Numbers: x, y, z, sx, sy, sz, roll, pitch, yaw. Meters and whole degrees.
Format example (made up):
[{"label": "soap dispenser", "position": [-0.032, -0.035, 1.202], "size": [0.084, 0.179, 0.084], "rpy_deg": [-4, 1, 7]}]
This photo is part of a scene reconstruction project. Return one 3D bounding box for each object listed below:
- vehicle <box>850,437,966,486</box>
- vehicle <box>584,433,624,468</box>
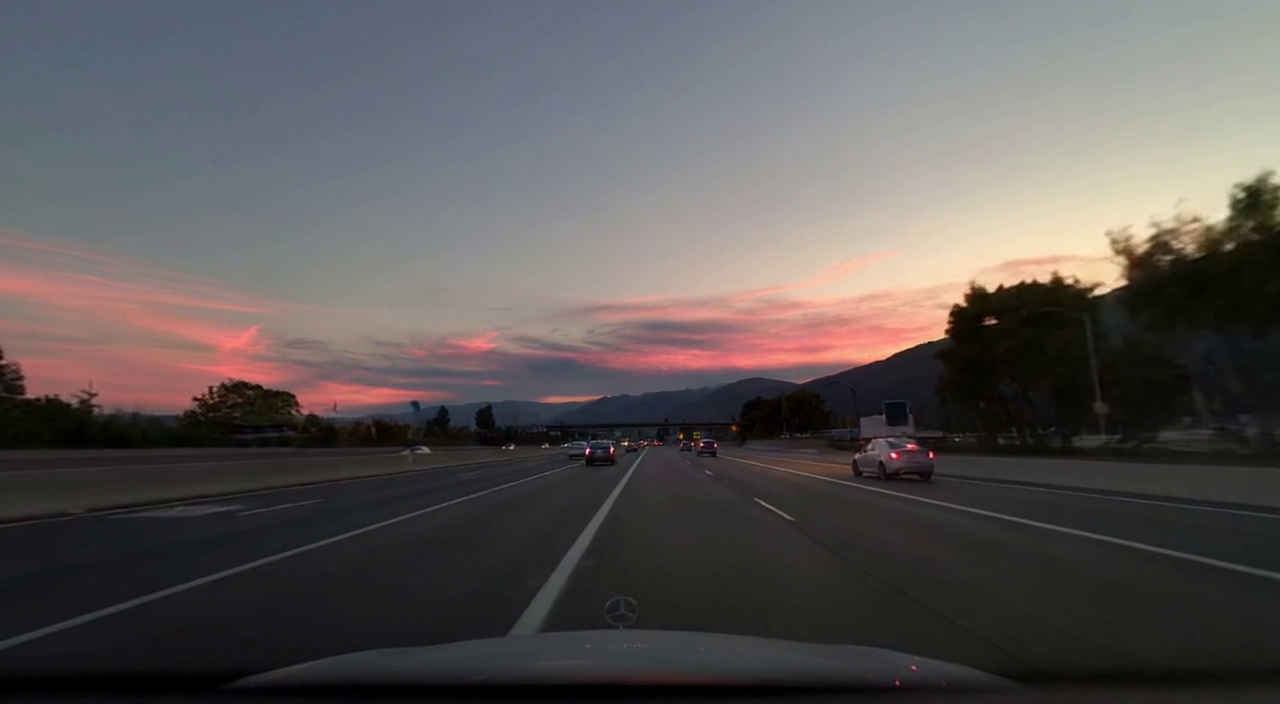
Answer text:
[{"label": "vehicle", "position": [8.647, 3.557, 20.896], "size": [1.900, 1.432, 4.519], "rpy_deg": [0, -8, 1]}, {"label": "vehicle", "position": [-1.952, 5.566, 35.746], "size": [1.893, 1.827, 4.513], "rpy_deg": [0, -8, 1]}]
